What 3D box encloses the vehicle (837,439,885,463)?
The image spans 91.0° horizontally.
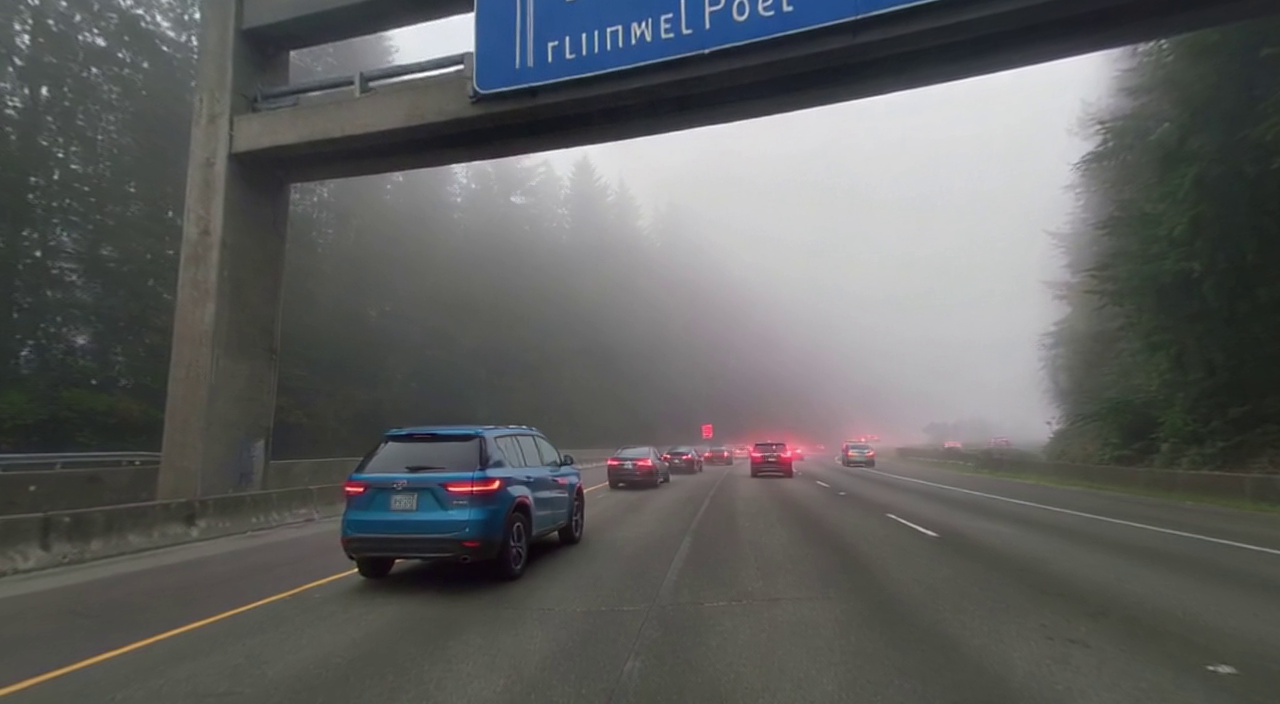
[{"bbox_3d":[14.468,6.514,41.513,1.990,1.478,4.475,-1,-8,6],"label":"vehicle"}]

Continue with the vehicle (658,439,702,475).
[{"bbox_3d":[1.791,4.563,27.603,1.755,1.457,3.686,-1,-8,5],"label":"vehicle"}]

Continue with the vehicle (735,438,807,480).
[{"bbox_3d":[4.907,4.057,24.232,1.962,1.442,4.536,0,-8,2],"label":"vehicle"}]

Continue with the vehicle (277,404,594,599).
[{"bbox_3d":[-1.939,1.578,7.531,2.021,1.635,4.085,-1,-8,7],"label":"vehicle"}]

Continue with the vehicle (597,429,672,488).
[{"bbox_3d":[-0.077,3.323,19.862,2.017,1.662,3.543,-1,-8,5],"label":"vehicle"}]
